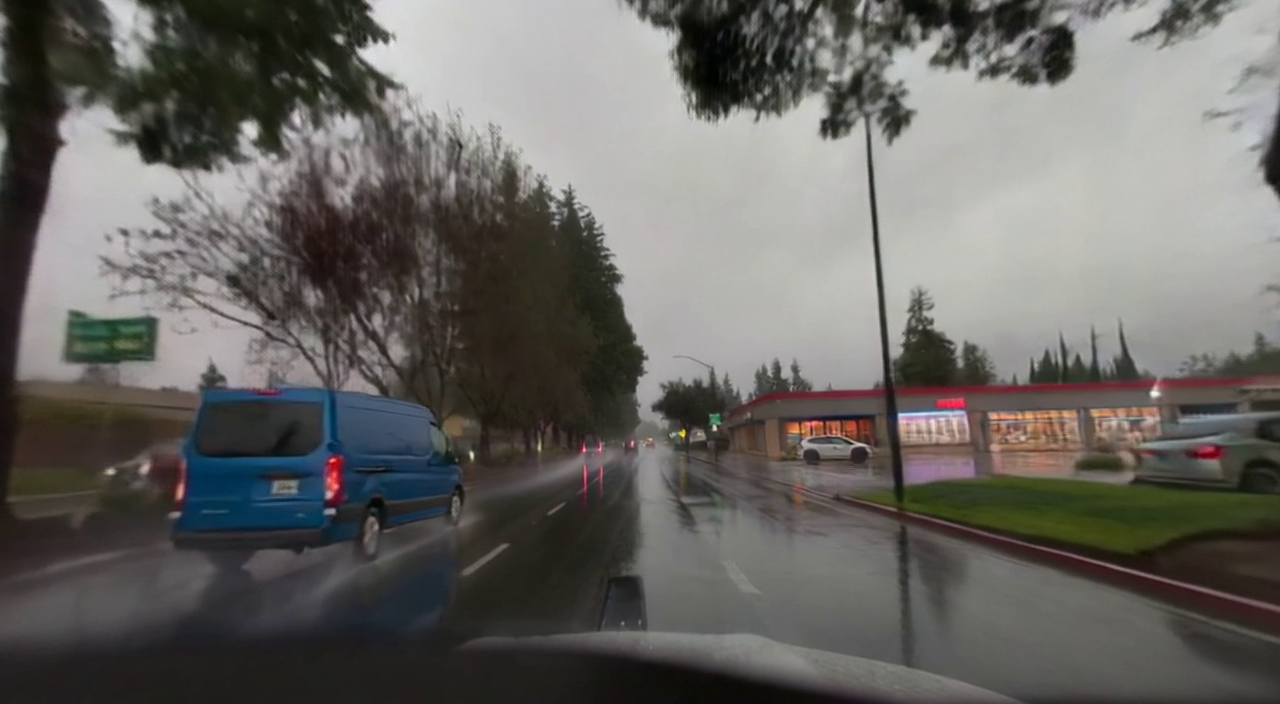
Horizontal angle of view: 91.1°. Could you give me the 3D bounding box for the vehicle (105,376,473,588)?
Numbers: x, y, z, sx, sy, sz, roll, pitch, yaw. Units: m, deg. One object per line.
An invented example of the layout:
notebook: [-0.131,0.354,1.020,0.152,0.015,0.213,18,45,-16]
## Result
vehicle: [-3.992,1.578,8.499,2.152,1.987,4.952,0,-8,-1]

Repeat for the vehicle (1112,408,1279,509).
vehicle: [10.788,1.761,10.636,3.935,1.518,1.985,0,-8,-1]

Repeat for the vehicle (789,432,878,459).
vehicle: [11.371,5.528,37.116,4.607,1.471,1.982,0,-8,0]
